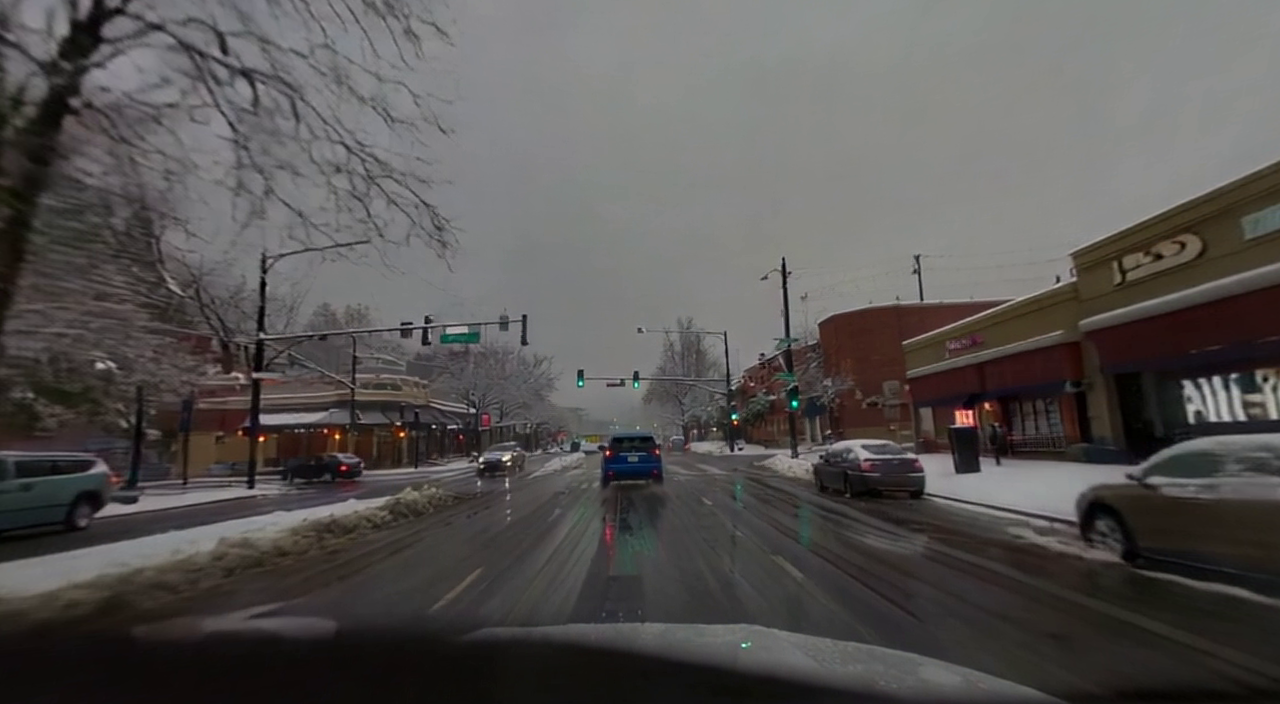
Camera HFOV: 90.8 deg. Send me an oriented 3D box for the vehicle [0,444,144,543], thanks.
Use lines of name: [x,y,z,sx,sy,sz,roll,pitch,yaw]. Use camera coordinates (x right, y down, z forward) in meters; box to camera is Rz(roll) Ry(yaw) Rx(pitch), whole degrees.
vehicle: [-14.057,3.018,13.817,2.197,1.985,5.183,0,-9,0]

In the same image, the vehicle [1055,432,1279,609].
vehicle: [6.215,1.438,5.573,1.964,1.429,4.515,0,-9,-1]

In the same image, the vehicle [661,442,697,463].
vehicle: [2.734,7.222,45.532,2.209,1.478,4.138,0,-9,-1]

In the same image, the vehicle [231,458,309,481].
vehicle: [-26.080,8.268,44.663,4.317,1.524,1.809,0,-9,-1]

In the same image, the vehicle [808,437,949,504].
vehicle: [6.072,3.053,16.731,1.986,1.515,4.265,0,-9,-1]

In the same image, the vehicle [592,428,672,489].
vehicle: [-0.284,3.555,21.335,2.382,1.796,4.610,0,-9,-1]

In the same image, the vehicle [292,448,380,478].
vehicle: [-18.632,6.775,38.793,4.427,1.757,2.125,-2,-9,11]
